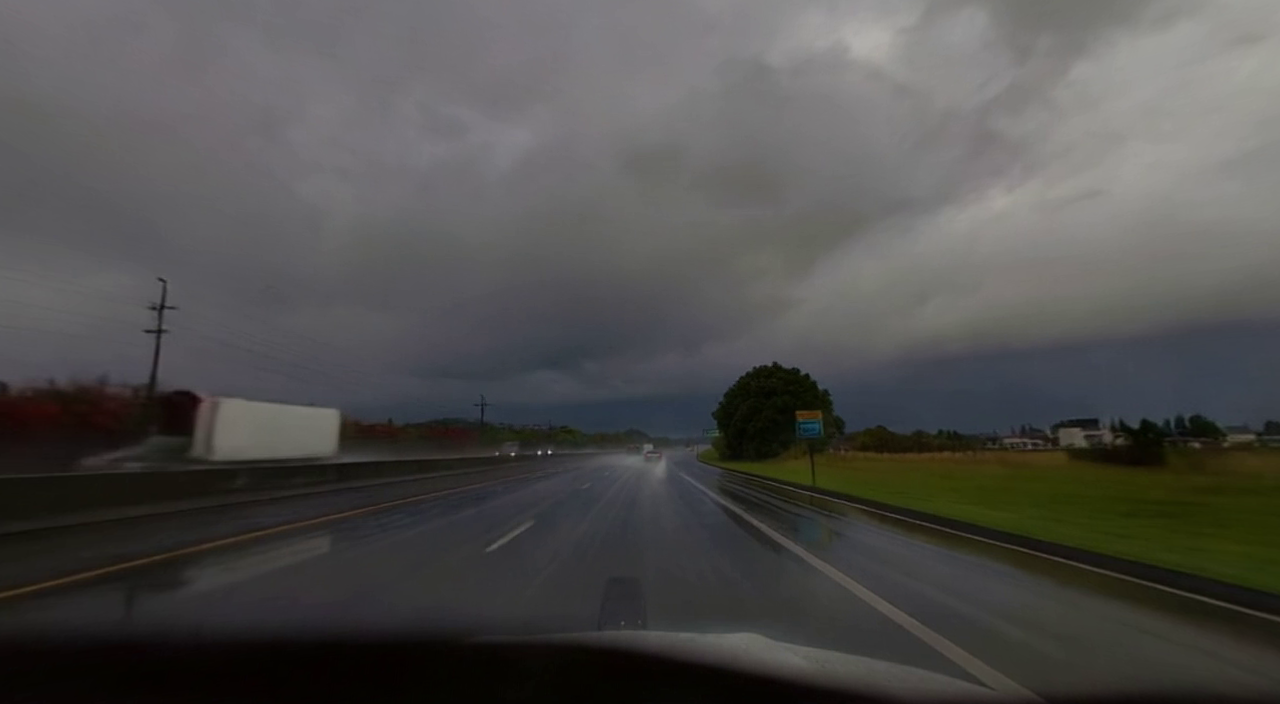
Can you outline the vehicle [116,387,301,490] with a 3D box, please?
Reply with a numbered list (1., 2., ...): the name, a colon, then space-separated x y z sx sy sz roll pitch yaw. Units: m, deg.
1. vehicle: -16.758 3.496 25.154 2.955 3.577 6.005 0 -9 0
